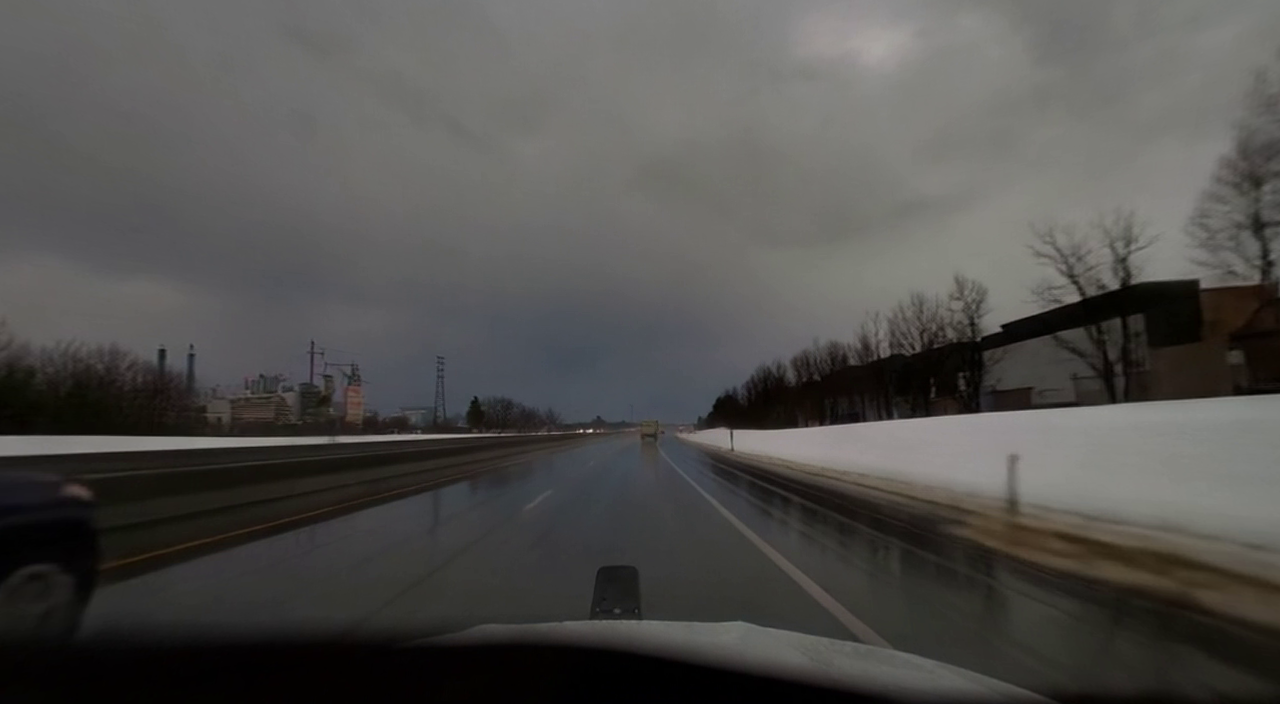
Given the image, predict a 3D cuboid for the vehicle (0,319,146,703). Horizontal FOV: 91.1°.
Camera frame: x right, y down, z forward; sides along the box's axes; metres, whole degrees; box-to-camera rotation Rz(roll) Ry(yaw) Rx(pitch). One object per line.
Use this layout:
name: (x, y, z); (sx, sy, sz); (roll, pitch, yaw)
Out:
vehicle: (-3.596, 0.506, 1.070); (2.018, 1.678, 4.312); (0, -8, -1)
